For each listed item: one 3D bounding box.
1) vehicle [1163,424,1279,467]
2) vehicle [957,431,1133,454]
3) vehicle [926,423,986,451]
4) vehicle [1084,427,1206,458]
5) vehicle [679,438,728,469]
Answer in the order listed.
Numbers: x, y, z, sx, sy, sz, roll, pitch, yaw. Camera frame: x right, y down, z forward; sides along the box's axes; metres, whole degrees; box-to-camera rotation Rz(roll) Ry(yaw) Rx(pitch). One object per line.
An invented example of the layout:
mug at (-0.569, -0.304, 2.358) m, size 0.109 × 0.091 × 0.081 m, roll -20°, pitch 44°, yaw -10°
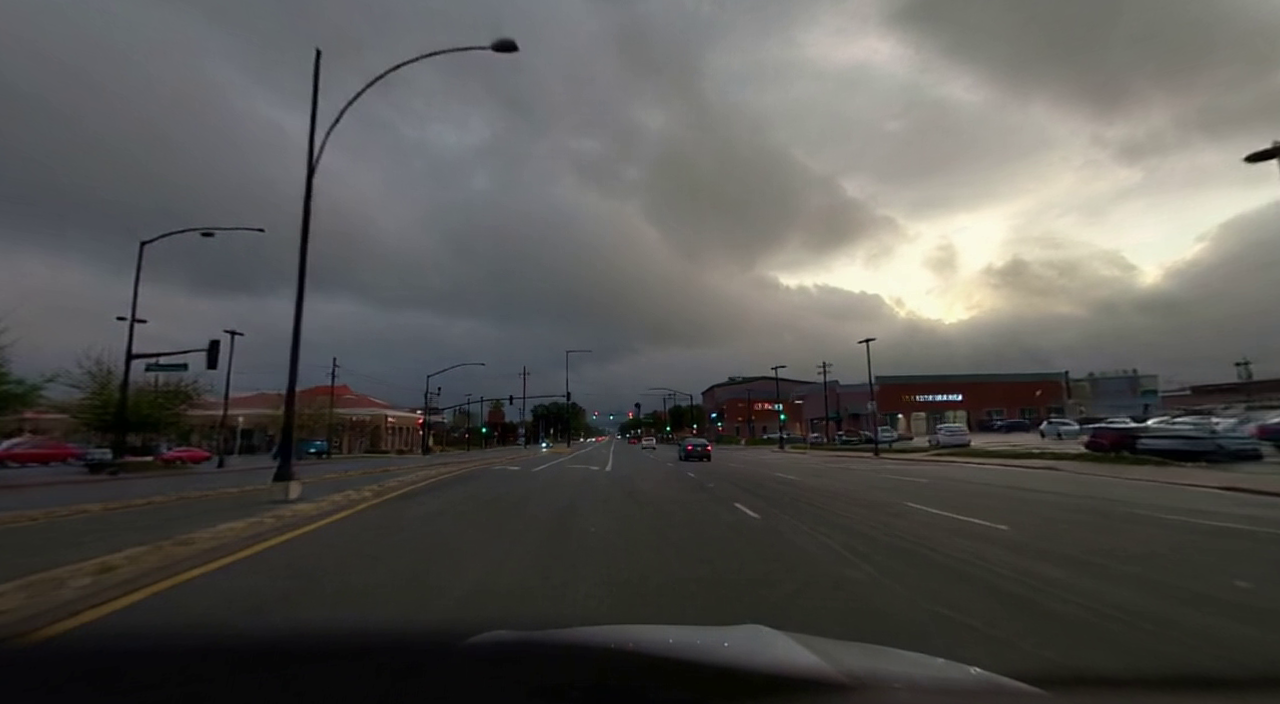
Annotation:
vehicle at (25.911, 4.060, 27.567) m, size 4.544 × 1.474 × 1.772 m, roll -3°, pitch -7°, yaw -5°
vehicle at (25.562, 5.861, 40.838) m, size 2.870 × 1.165 × 10.713 m, roll -1°, pitch -8°, yaw -12°
vehicle at (24.692, 6.687, 49.544) m, size 2.340 × 2.048 × 6.148 m, roll -1°, pitch -8°, yaw 8°
vehicle at (26.181, 4.704, 32.754) m, size 4.726 × 1.515 × 1.914 m, roll 0°, pitch -8°, yaw -2°
vehicle at (3.314, 5.408, 33.831) m, size 2.038 × 1.528 × 4.259 m, roll 0°, pitch -8°, yaw -2°
